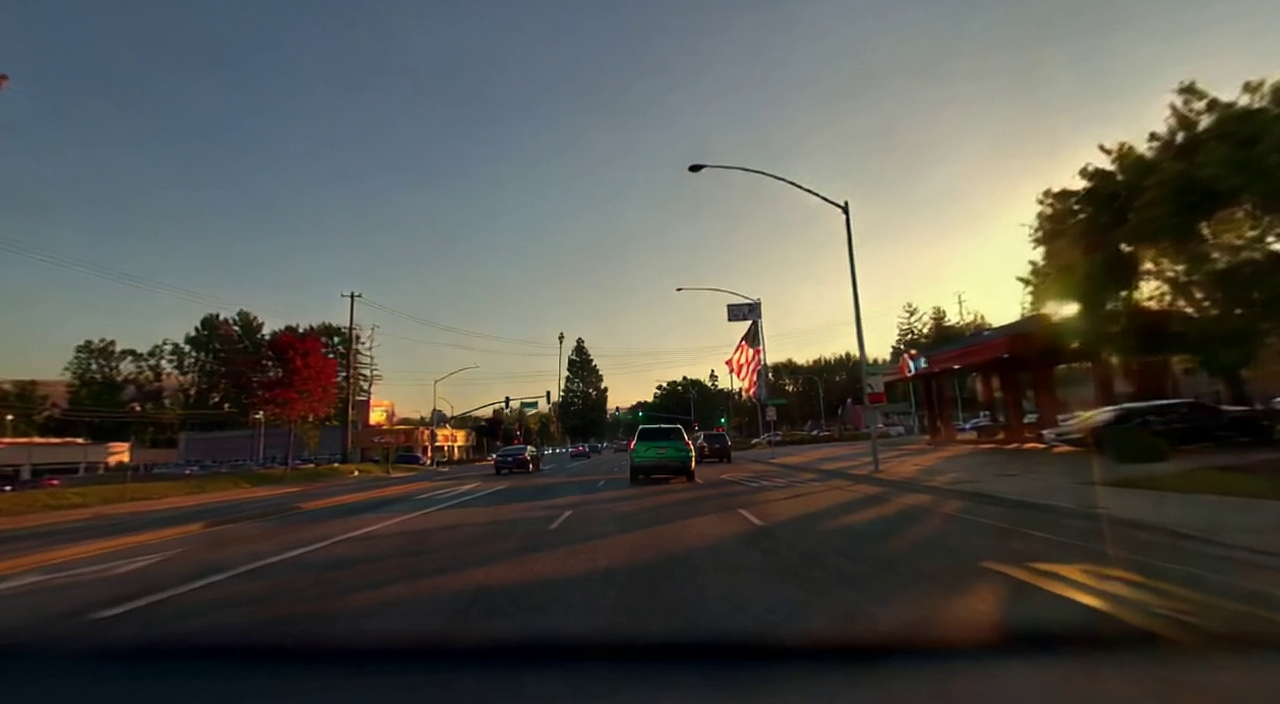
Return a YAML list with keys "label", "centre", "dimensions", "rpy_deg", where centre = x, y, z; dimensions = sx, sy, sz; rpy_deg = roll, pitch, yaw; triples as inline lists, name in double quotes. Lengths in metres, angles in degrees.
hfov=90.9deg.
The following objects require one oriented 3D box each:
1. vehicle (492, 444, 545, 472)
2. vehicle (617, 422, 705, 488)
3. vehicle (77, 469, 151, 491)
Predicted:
- label: "vehicle"
  centre: [-6.602, 5.793, 34.722]
  dimensions: [1.966, 1.461, 4.422]
  rpy_deg: [0, -8, 1]
- label: "vehicle"
  centre: [0.580, 3.345, 20.780]
  dimensions: [2.513, 1.854, 5.235]
  rpy_deg: [0, -8, -1]
- label: "vehicle"
  centre: [-41.014, 9.951, 49.314]
  dimensions: [1.792, 1.450, 4.553]
  rpy_deg: [0, -8, 2]
